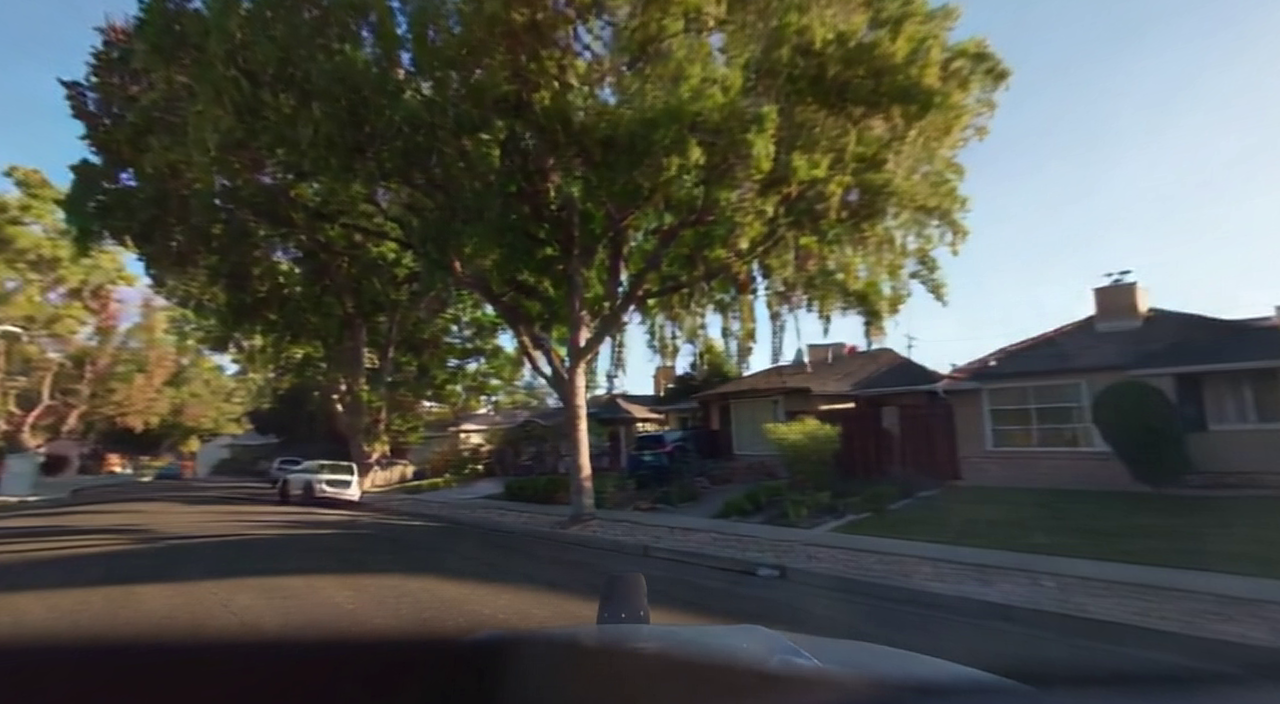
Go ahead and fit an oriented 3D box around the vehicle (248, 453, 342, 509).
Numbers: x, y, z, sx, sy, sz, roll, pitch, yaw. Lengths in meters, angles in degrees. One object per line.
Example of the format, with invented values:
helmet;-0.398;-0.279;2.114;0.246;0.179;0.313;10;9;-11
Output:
vehicle;-12.867;4.677;23.275;2.163;1.760;4.591;7;-11;-38

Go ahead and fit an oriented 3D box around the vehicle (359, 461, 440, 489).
vehicle;-14.662;7.500;38.381;4.457;1.510;1.762;4;-9;-23
